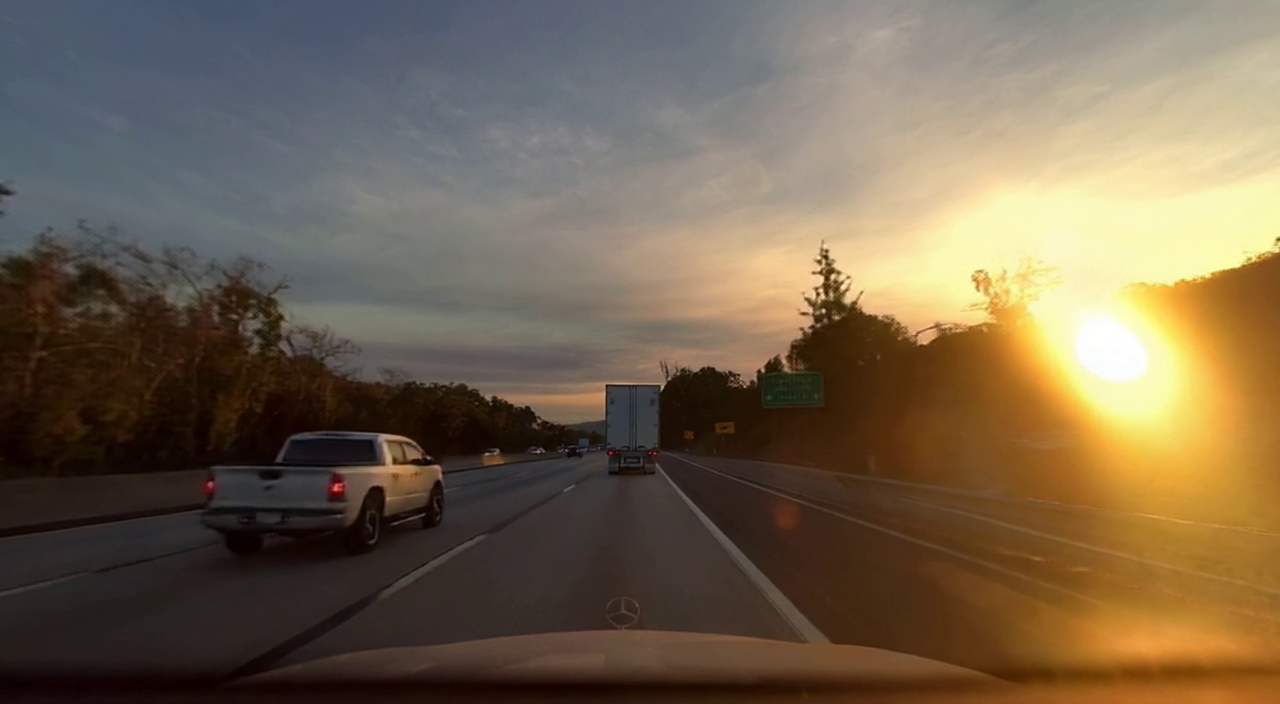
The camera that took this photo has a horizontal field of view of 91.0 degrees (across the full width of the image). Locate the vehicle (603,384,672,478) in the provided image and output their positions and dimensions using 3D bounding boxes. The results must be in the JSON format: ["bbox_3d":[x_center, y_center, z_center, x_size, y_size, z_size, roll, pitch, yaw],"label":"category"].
[{"bbox_3d":[-0.179,4.318,33.509,3.052,4.132,11.336,0,-9,-1],"label":"vehicle"}]

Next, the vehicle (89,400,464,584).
[{"bbox_3d":[-4.368,1.785,8.906,2.285,1.833,4.984,0,-9,0],"label":"vehicle"}]
